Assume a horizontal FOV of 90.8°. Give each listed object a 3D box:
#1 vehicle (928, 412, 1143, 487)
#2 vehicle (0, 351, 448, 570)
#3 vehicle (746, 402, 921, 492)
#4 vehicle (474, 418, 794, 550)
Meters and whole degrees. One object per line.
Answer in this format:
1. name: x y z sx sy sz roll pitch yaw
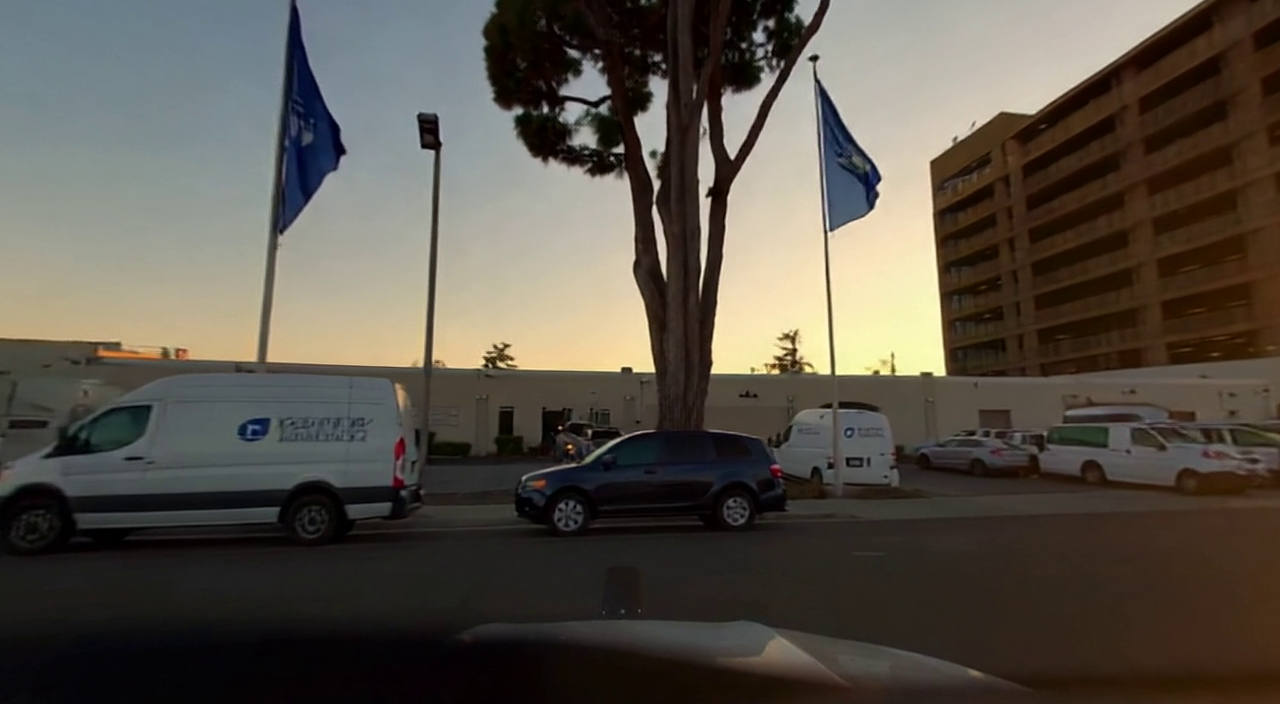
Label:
1. vehicle: 13.229 3.328 21.973 2.228 2.126 6.632 0 -8 -11
2. vehicle: -6.145 1.586 9.652 5.899 2.757 2.257 2 -9 -13
3. vehicle: 5.621 2.934 19.637 2.491 2.324 5.986 2 -9 -12
4. vehicle: -0.170 2.137 10.750 4.992 1.894 2.043 2 -8 -13
